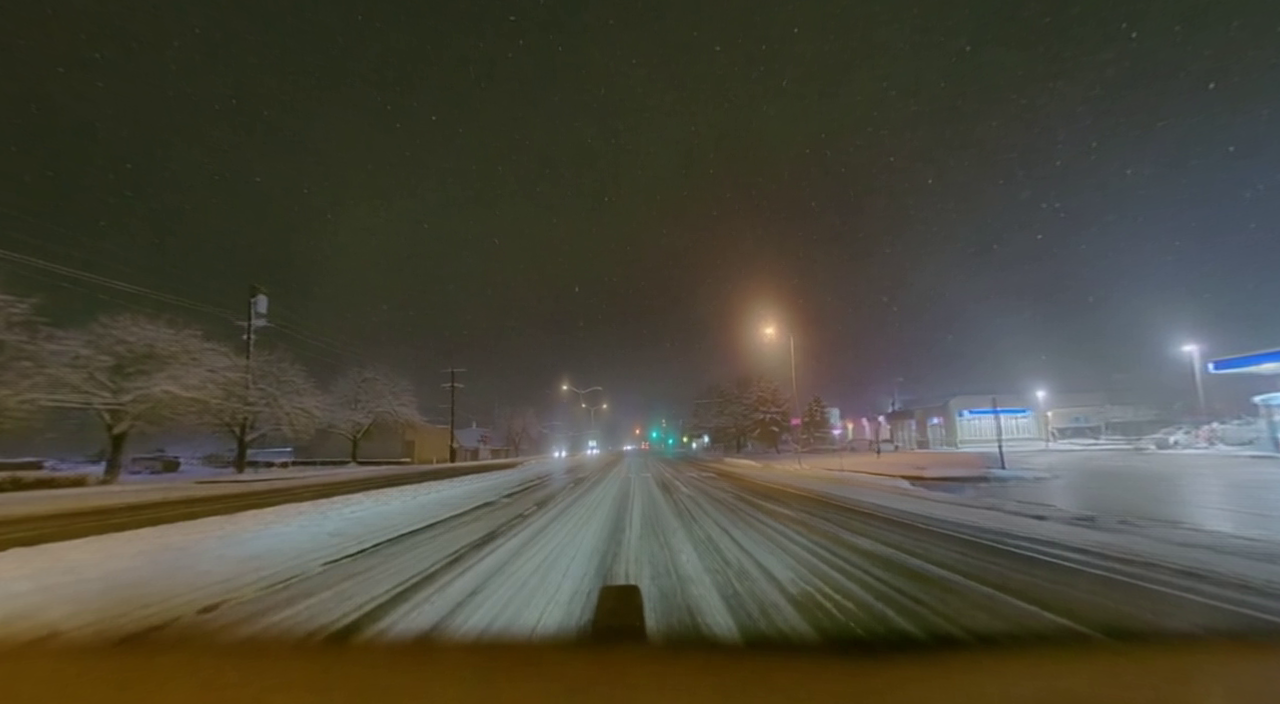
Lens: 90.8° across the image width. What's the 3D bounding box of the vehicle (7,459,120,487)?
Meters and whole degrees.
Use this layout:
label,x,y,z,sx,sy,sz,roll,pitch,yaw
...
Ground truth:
label,x,y,z,sx,sy,sz,roll,pitch,yaw
vehicle,-33.404,7.000,36.675,4.683,1.495,2.052,0,-9,4
